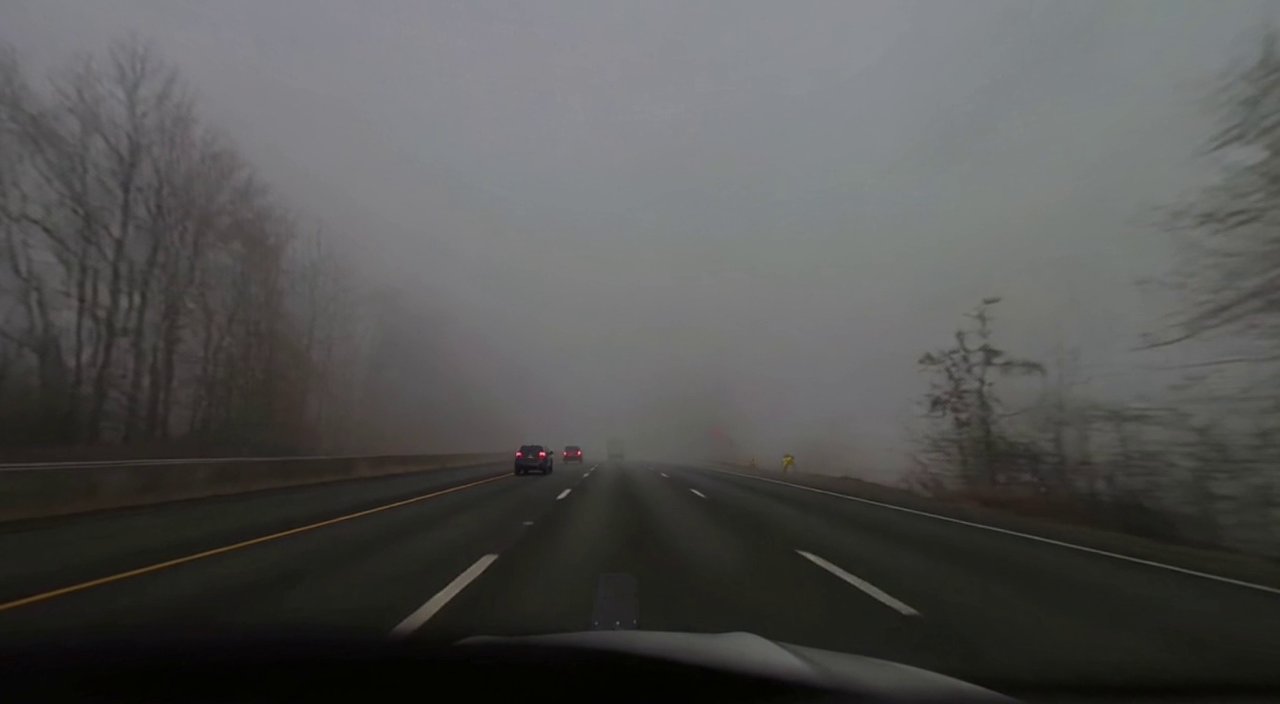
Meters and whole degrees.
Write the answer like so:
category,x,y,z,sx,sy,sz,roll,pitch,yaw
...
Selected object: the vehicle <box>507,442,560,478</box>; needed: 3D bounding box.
category,x,y,z,sx,sy,sz,roll,pitch,yaw
vehicle,-5.433,5.535,32.474,2.151,1.693,4.201,0,-9,-2
